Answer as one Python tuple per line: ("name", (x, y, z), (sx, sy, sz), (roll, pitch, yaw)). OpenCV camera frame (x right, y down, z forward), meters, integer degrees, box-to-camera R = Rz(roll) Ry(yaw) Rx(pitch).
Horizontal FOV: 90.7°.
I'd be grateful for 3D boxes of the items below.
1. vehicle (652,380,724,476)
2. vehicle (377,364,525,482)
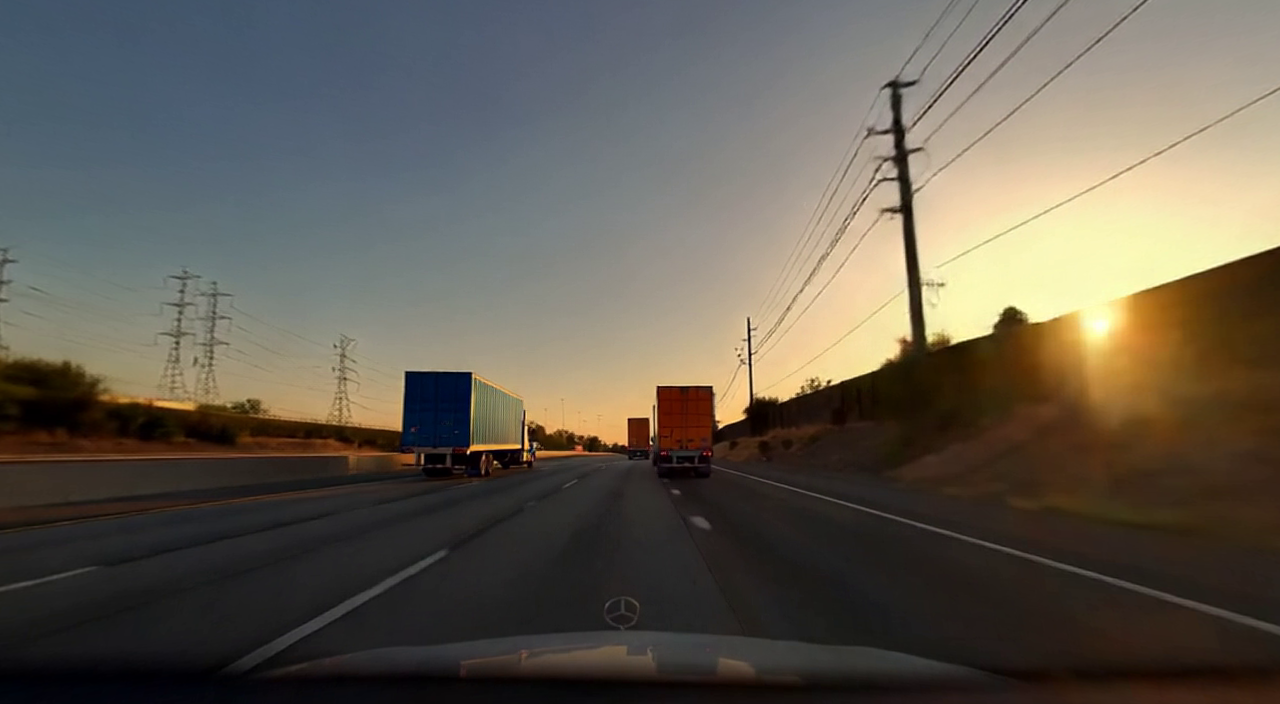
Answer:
("vehicle", (2.041, 3.801, 30.536), (2.858, 3.847, 10.034), (-1, -9, 1))
("vehicle", (-7.374, 3.209, 26.967), (2.937, 3.981, 11.119), (0, -8, 0))
